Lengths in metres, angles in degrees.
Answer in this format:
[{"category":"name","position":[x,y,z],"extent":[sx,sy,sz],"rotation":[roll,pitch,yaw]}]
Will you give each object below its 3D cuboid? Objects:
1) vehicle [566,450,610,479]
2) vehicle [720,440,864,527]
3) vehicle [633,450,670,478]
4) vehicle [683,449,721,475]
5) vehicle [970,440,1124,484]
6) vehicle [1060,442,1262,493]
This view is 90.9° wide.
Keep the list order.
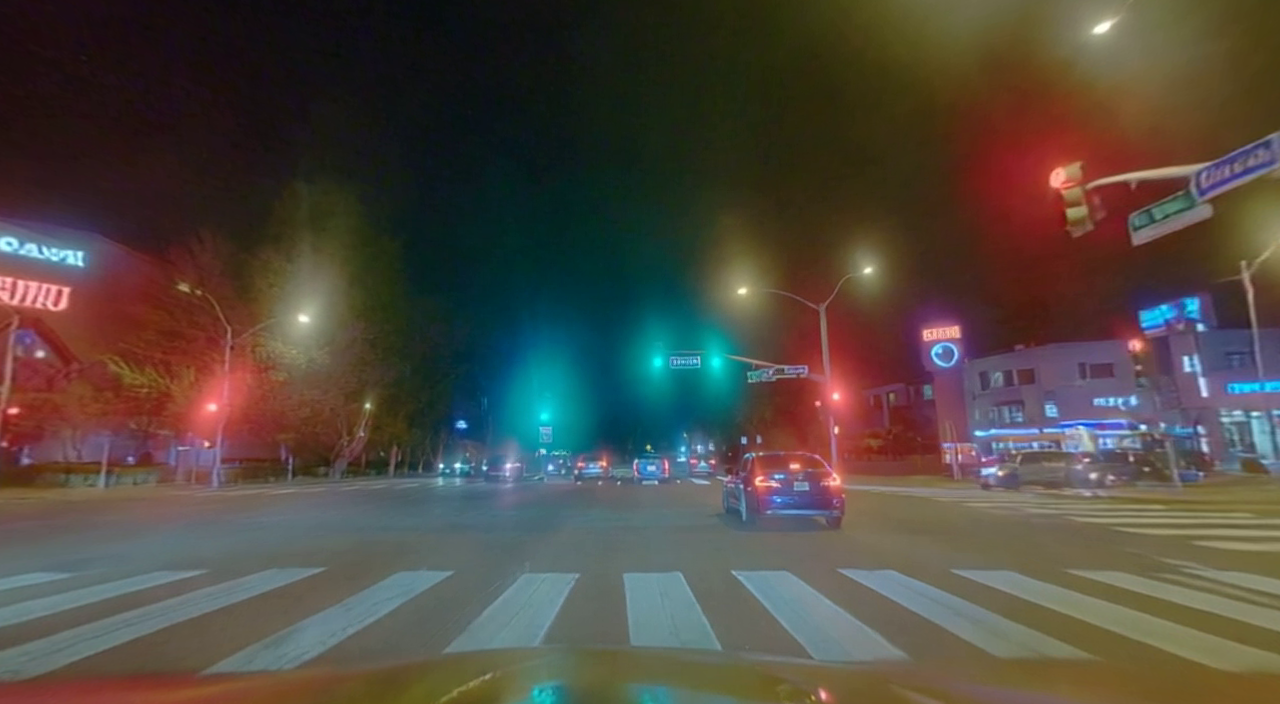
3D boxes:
[{"category":"vehicle","position":[-2.790,6.142,34.689],"extent":[2.040,1.471,4.211],"rotation":[0,-8,1]},{"category":"vehicle","position":[2.938,2.623,13.199],"extent":[1.946,1.513,4.133],"rotation":[0,-8,0]},{"category":"vehicle","position":[0.612,6.524,36.997],"extent":[2.070,1.460,4.118],"rotation":[0,-8,0]},{"category":"vehicle","position":[3.919,7.034,40.481],"extent":[1.931,1.552,4.125],"rotation":[0,-8,0]},{"category":"vehicle","position":[16.422,4.434,25.641],"extent":[4.637,1.654,2.277],"rotation":[0,-8,-1]},{"category":"vehicle","position":[15.652,3.456,19.098],"extent":[4.481,1.427,1.830],"rotation":[0,-8,-1]}]
